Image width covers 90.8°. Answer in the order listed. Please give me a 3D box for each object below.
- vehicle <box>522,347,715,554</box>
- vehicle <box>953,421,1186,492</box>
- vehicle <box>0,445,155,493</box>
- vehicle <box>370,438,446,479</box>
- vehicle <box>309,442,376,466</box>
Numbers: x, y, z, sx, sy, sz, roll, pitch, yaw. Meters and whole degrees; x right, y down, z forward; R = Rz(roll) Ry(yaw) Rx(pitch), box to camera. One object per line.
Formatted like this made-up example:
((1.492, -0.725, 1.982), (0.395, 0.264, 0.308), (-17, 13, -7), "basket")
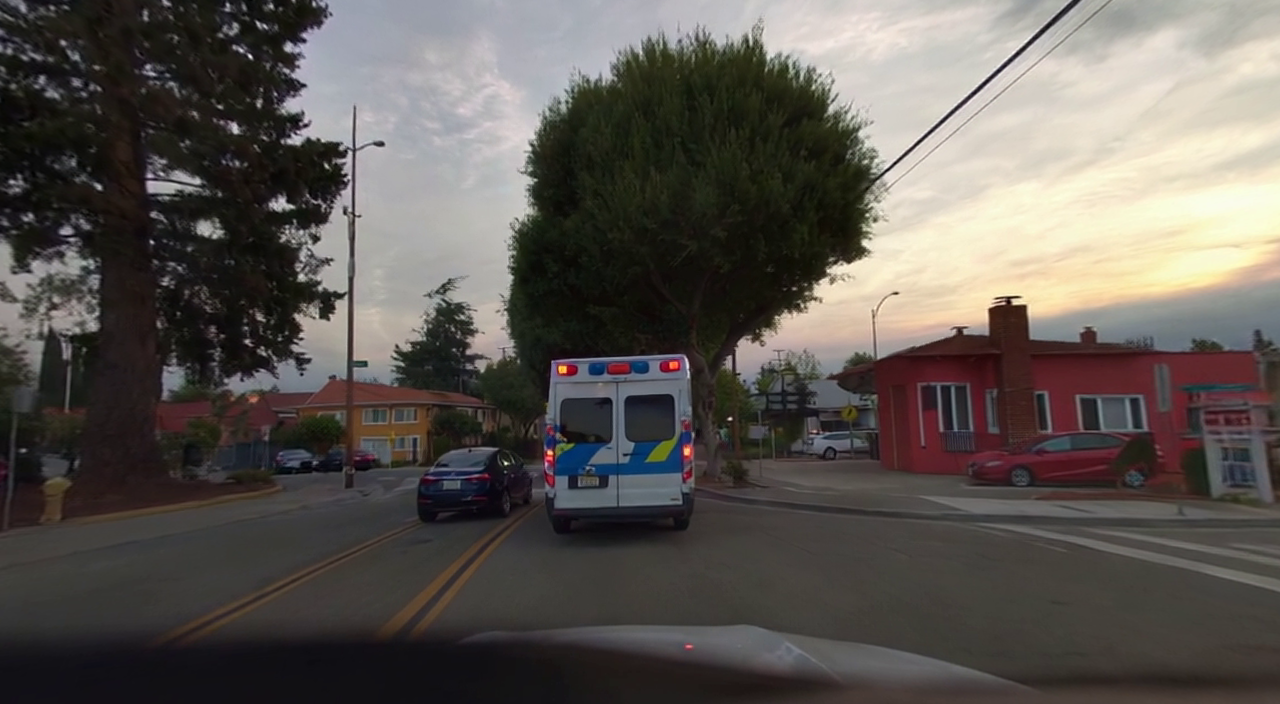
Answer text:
((-0.276, 1.642, 10.917), (2.444, 2.640, 5.482), (0, -8, 0), "vehicle")
((12.835, 3.170, 19.341), (5.270, 1.966, 2.329), (-2, -8, 10), "vehicle")
((-19.131, 3.846, 20.934), (4.412, 1.468, 1.914), (0, -8, -3), "vehicle")
((-11.367, 5.132, 30.776), (2.290, 1.776, 4.947), (5, -10, -33), "vehicle")
((-23.194, 7.912, 49.298), (4.616, 1.738, 1.974), (4, -9, -26), "vehicle")
